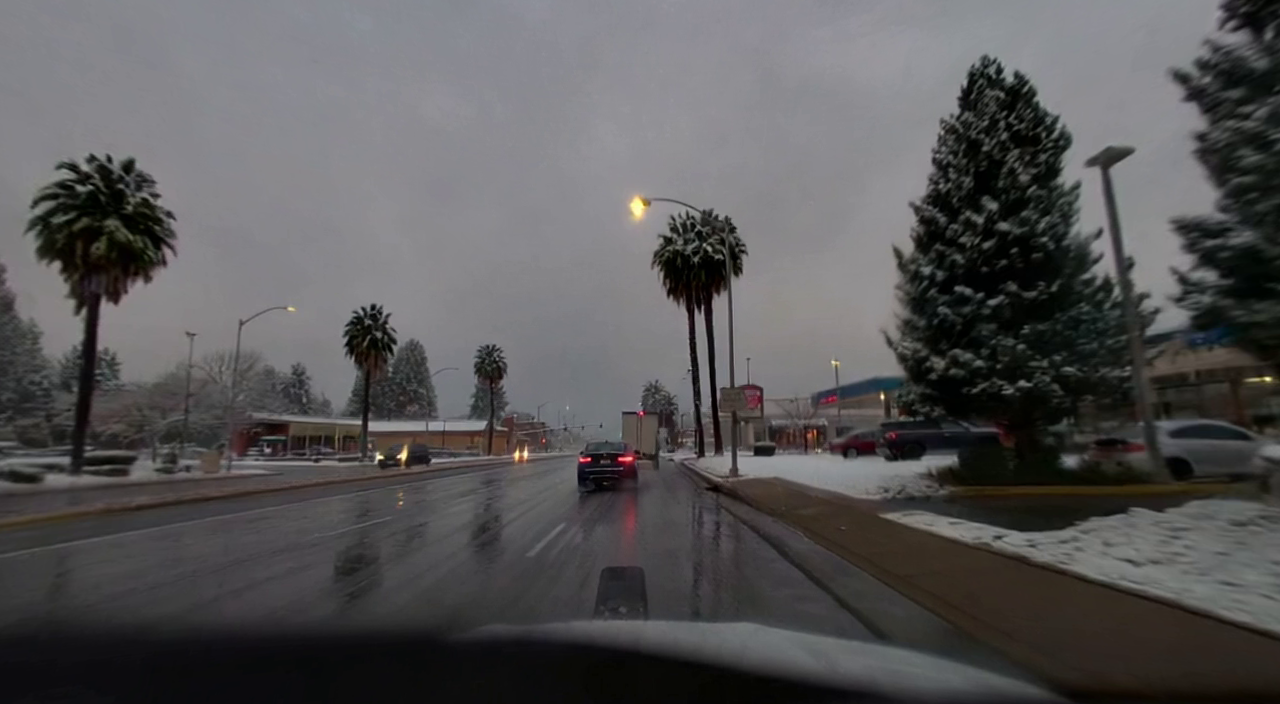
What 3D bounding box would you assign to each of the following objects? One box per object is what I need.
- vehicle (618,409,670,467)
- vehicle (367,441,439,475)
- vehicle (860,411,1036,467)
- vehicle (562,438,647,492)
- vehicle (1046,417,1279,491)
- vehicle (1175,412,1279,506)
[{"bbox_3d":[0.262,5.762,41.689,3.100,3.468,8.108,0,-9,0],"label":"vehicle"},{"bbox_3d":[-12.140,5.435,32.444,1.895,1.592,4.305,0,-9,2],"label":"vehicle"},{"bbox_3d":[12.406,3.559,25.569,5.968,2.162,2.319,1,-9,-5],"label":"vehicle"},{"bbox_3d":[-0.951,3.479,19.680,2.145,1.483,4.453,0,-9,4],"label":"vehicle"},{"bbox_3d":[11.756,2.213,13.686,4.474,1.486,1.897,0,-9,-2],"label":"vehicle"},{"bbox_3d":[12.379,1.825,10.774,4.586,1.464,1.954,0,-9,-1],"label":"vehicle"}]
